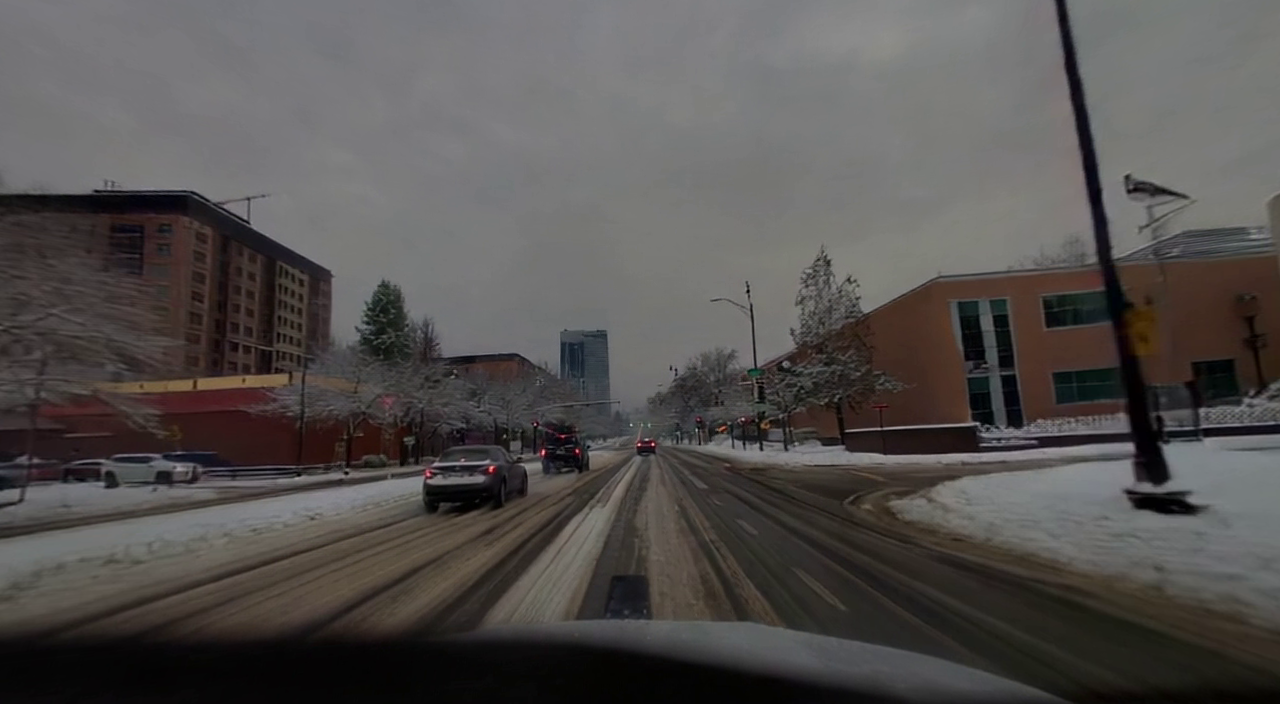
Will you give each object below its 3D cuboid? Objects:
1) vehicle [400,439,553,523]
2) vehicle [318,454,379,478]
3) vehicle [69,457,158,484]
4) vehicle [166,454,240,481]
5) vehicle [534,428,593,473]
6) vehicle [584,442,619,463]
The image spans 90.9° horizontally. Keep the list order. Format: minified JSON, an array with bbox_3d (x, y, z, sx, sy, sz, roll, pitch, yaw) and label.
[{"bbox_3d":[-3.102,2.535,12.968,1.959,1.406,4.272,0,-9,1],"label":"vehicle"},{"bbox_3d":[-19.693,7.694,42.824,1.878,1.472,4.736,0,-9,1],"label":"vehicle"},{"bbox_3d":[-34.345,7.710,41.283,1.868,1.591,4.503,0,-9,0],"label":"vehicle"},{"bbox_3d":[-28.718,7.556,41.555,1.859,1.614,4.102,0,-9,1],"label":"vehicle"},{"bbox_3d":[-3.524,4.686,30.060,2.152,1.987,4.527,0,-9,1],"label":"vehicle"},{"bbox_3d":[-2.783,7.463,47.091,2.246,1.481,4.146,0,-9,2],"label":"vehicle"}]
